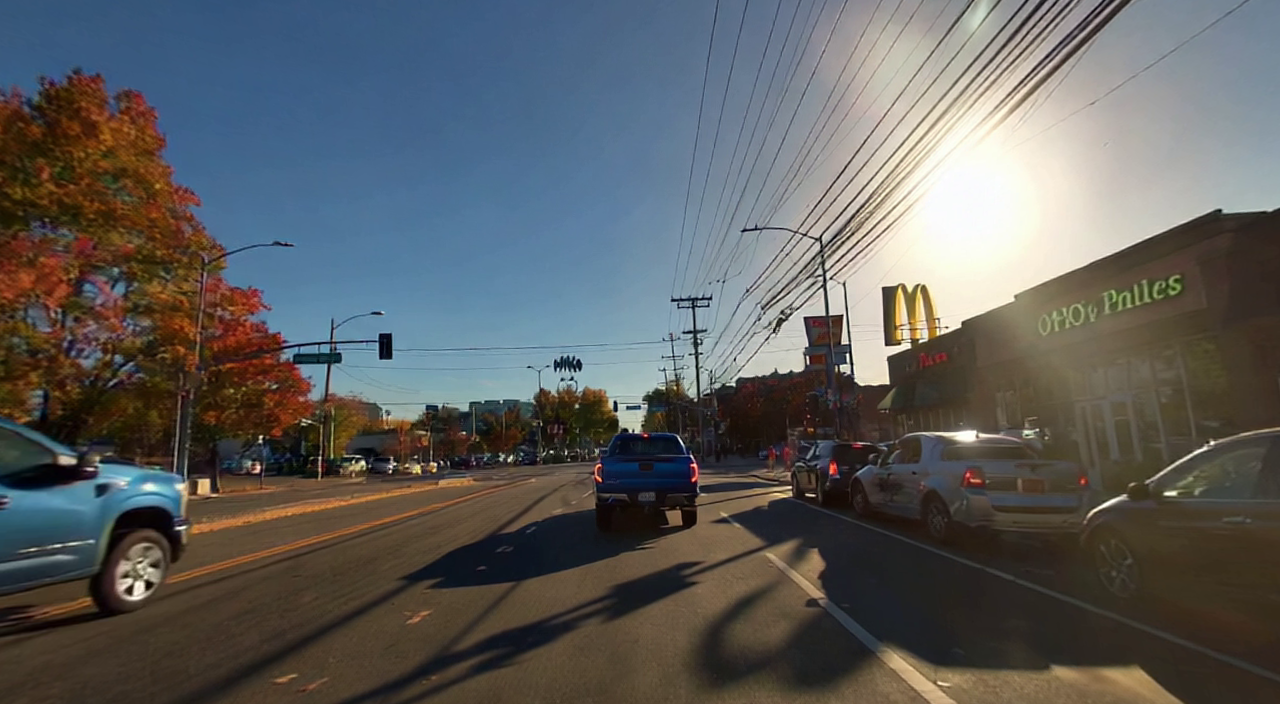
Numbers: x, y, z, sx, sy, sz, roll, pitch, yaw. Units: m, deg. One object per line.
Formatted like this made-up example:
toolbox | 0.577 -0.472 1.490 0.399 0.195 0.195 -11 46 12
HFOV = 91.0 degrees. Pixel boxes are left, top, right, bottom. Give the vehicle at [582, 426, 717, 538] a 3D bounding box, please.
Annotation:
vehicle | 0.142 2.375 12.144 2.089 1.699 4.650 0 -9 0

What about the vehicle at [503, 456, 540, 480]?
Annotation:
vehicle | -9.051 8.868 48.418 1.968 1.654 4.292 0 -9 1

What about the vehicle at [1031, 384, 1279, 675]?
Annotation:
vehicle | 4.902 1.094 3.889 2.014 1.755 4.520 0 -9 0

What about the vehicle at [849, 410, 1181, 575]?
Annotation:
vehicle | 4.936 1.912 9.416 2.007 1.786 4.870 0 -9 1

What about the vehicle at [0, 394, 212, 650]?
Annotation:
vehicle | -5.638 1.081 3.754 2.140 1.768 5.092 -1 -9 7
